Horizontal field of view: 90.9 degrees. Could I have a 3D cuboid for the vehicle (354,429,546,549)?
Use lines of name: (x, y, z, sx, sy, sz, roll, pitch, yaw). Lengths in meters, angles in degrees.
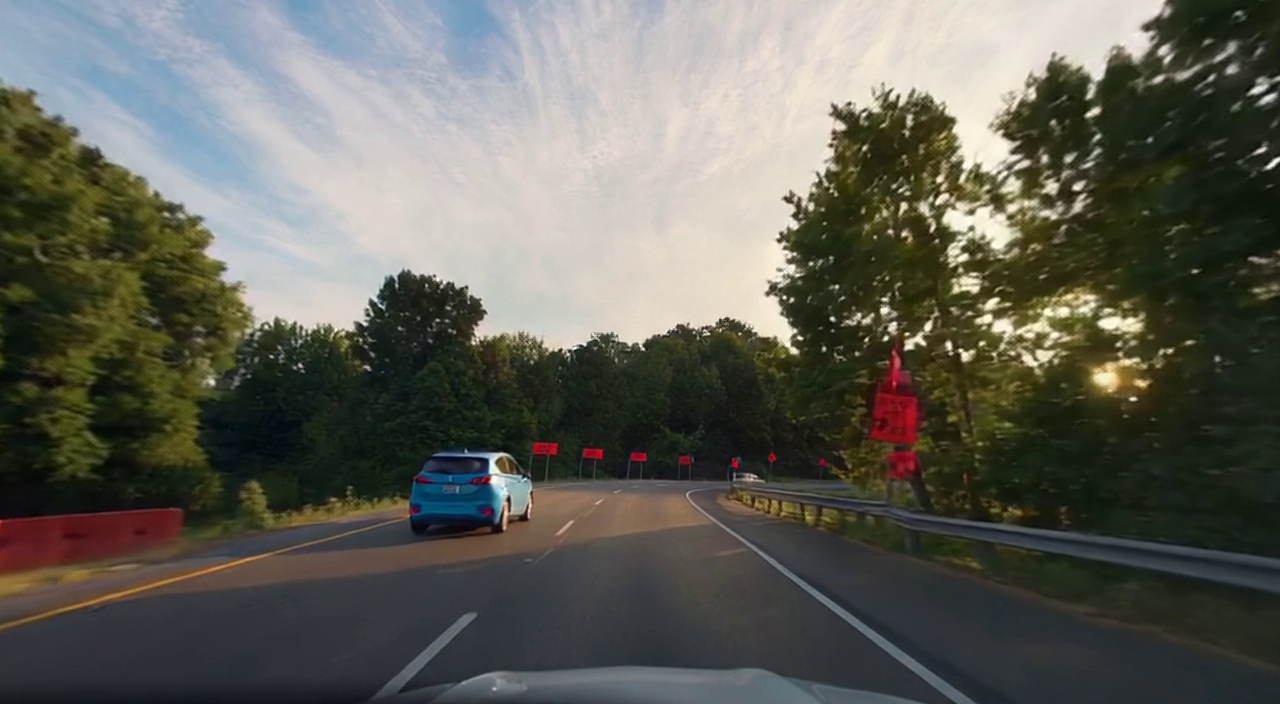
vehicle: (-3.110, 2.401, 11.476, 1.997, 1.692, 4.422, 1, -10, 1)
